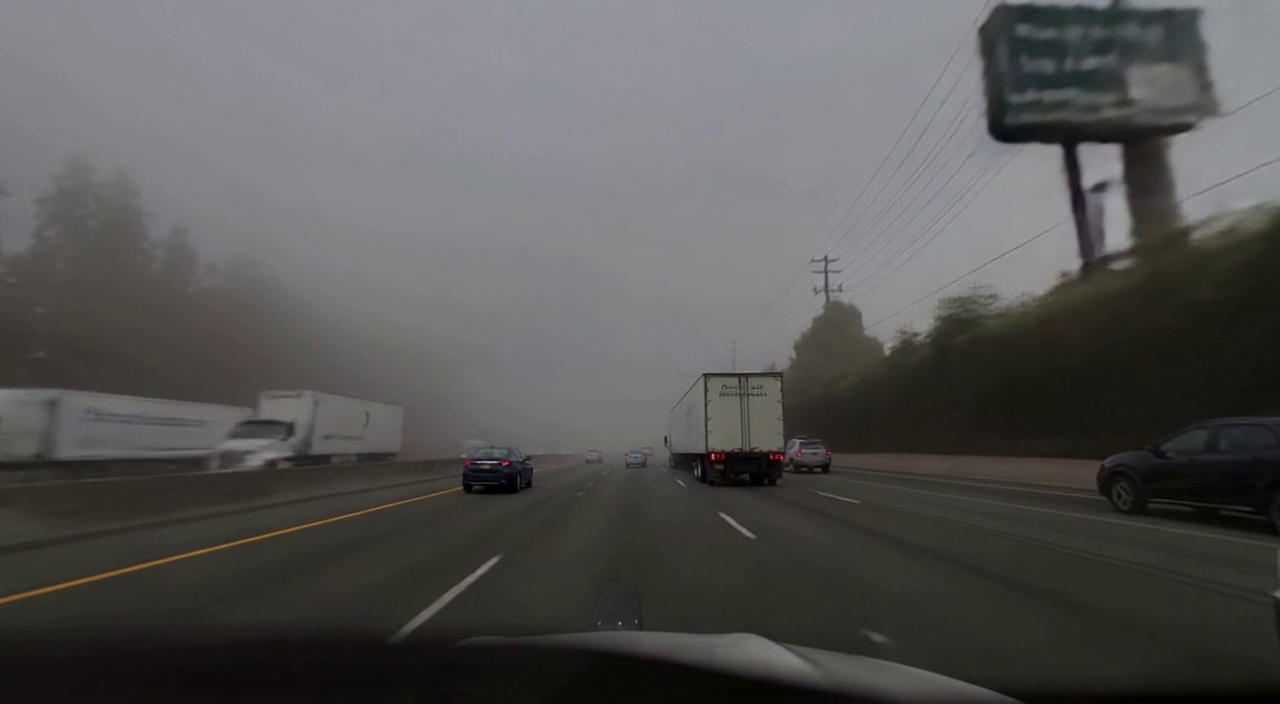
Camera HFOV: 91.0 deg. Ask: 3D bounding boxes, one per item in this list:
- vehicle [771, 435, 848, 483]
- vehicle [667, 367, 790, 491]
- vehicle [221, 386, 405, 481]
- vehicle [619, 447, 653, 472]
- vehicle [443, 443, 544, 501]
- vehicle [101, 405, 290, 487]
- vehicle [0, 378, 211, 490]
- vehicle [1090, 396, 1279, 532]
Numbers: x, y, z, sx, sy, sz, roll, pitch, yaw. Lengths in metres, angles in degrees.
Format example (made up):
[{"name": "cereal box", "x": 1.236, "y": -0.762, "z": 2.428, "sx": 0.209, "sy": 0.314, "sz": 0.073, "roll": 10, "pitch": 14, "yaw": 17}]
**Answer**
[{"name": "vehicle", "x": 7.415, "y": 4.721, "z": 28.049, "sx": 2.079, "sy": 1.938, "sz": 4.630, "roll": 0, "pitch": -9, "yaw": 0}, {"name": "vehicle", "x": 3.262, "y": 3.755, "z": 28.968, "sx": 2.907, "sy": 4.109, "sz": 16.177, "roll": 0, "pitch": -9, "yaw": -2}, {"name": "vehicle", "x": -14.886, "y": 4.020, "z": 30.165, "sx": 3.017, "sy": 3.713, "sz": 10.643, "roll": 0, "pitch": -9, "yaw": 0}, {"name": "vehicle", "x": -0.224, "y": 6.785, "z": 39.833, "sx": 2.047, "sy": 1.485, "sz": 3.938, "roll": 0, "pitch": -9, "yaw": 1}, {"name": "vehicle", "x": -4.147, "y": 3.439, "z": 18.484, "sx": 1.968, "sy": 1.507, "sz": 3.829, "roll": 0, "pitch": -9, "yaw": 1}, {"name": "vehicle", "x": -18.542, "y": 4.042, "z": 27.058, "sx": 2.762, "sy": 3.012, "sz": 7.272, "roll": 0, "pitch": -9, "yaw": 0}, {"name": "vehicle", "x": -22.209, "y": 3.350, "z": 24.895, "sx": 2.938, "sy": 3.573, "sz": 10.673, "roll": 0, "pitch": -9, "yaw": 0}, {"name": "vehicle", "x": 11.373, "y": 1.927, "z": 10.999, "sx": 2.420, "sy": 2.141, "sz": 5.994, "roll": 0, "pitch": -9, "yaw": -2}]
